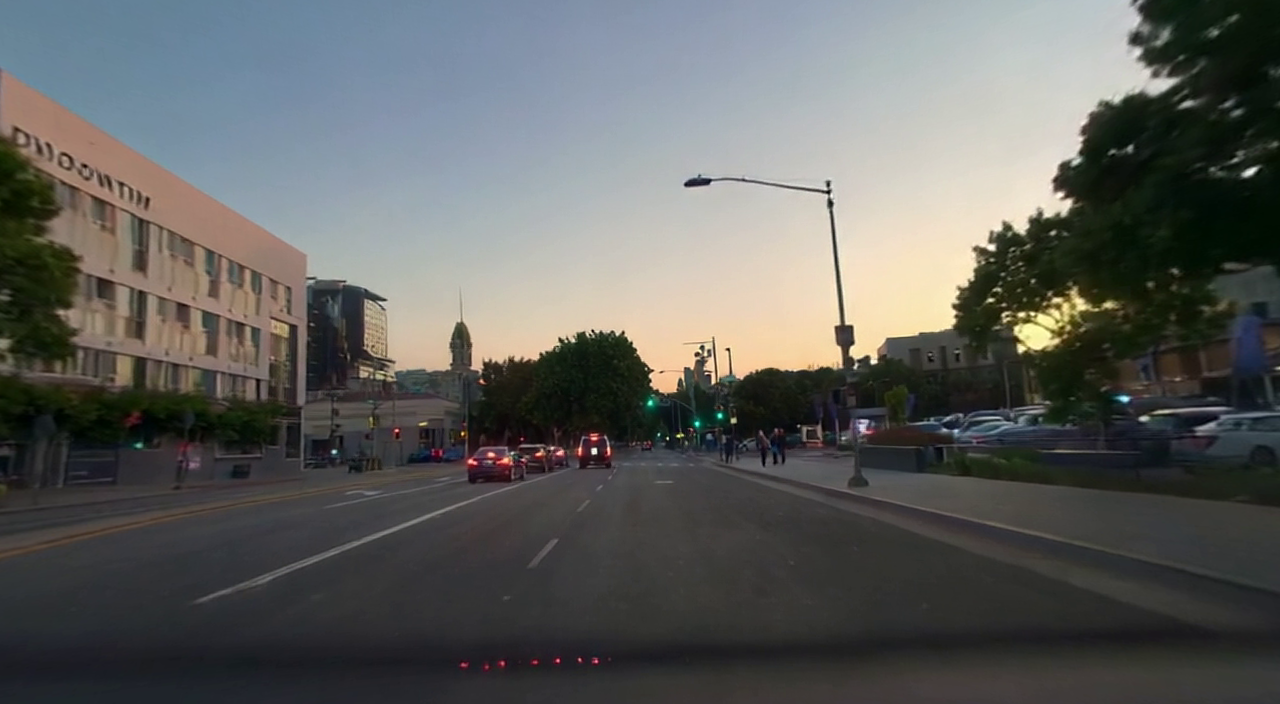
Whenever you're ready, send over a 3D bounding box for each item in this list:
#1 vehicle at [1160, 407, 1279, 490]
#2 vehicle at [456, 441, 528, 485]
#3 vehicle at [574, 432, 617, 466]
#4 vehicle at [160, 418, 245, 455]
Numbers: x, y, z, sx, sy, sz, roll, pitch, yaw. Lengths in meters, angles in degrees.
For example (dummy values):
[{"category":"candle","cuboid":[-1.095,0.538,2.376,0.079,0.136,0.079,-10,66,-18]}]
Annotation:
[{"category":"vehicle","cuboid":[14.765,2.053,13.944,4.562,1.648,2.028,-3,-9,3]},{"category":"vehicle","cuboid":[-5.673,4.271,24.679,1.889,1.572,3.599,0,-8,0]},{"category":"vehicle","cuboid":[-2.898,6.538,42.798,2.496,2.155,5.468,0,-8,0]},{"category":"vehicle","cuboid":[-25.482,4.932,36.873,3.572,2.012,1.872,-1,-8,3]}]
